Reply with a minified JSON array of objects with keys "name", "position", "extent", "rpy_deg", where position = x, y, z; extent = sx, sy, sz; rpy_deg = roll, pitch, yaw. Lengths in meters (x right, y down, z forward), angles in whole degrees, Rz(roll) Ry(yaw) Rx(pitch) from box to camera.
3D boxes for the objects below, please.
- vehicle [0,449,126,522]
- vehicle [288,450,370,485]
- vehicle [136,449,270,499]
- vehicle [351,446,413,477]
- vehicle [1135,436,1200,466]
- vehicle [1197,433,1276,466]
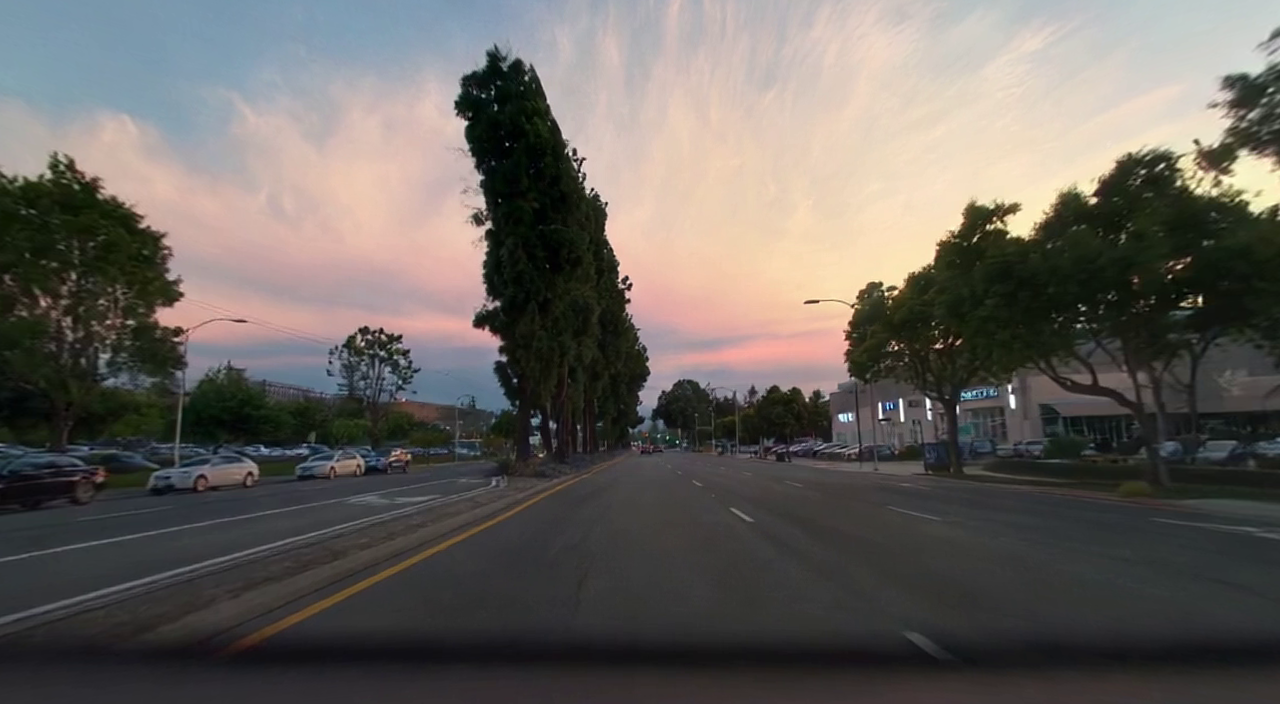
[{"name":"vehicle","position":[-16.480,3.406,16.359],"extent":[2.191,1.696,4.812],"rpy_deg":[0,-8,1]},{"name":"vehicle","position":[-16.638,6.167,34.099],"extent":[1.944,1.669,4.613],"rpy_deg":[0,-8,1]},{"name":"vehicle","position":[-16.624,4.610,24.378],"extent":[1.898,1.661,4.471],"rpy_deg":[0,-8,1]},{"name":"vehicle","position":[-16.840,7.138,41.498],"extent":[1.993,1.887,4.722],"rpy_deg":[0,-8,0]},{"name":"vehicle","position":[27.075,5.029,32.371],"extent":[3.644,1.407,1.718],"rpy_deg":[6,-10,-38]},{"name":"vehicle","position":[28.821,4.683,30.483],"extent":[4.049,1.473,2.026],"rpy_deg":[6,-10,-37]}]
